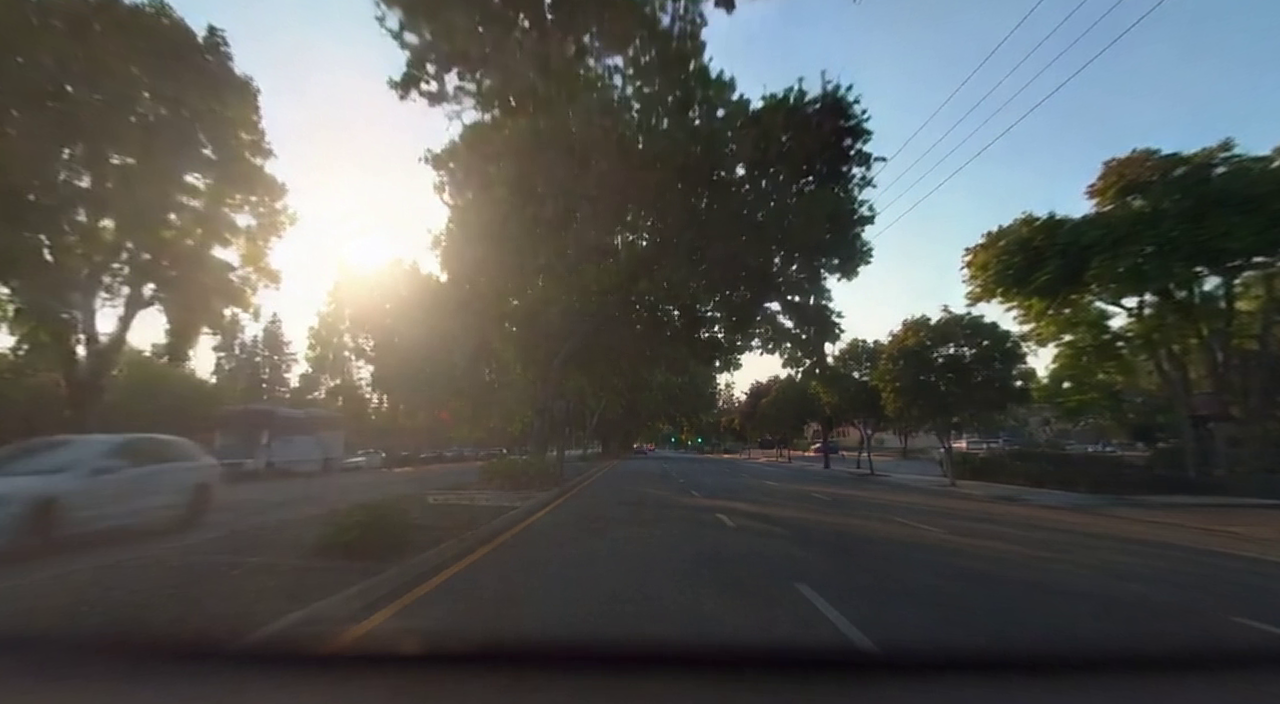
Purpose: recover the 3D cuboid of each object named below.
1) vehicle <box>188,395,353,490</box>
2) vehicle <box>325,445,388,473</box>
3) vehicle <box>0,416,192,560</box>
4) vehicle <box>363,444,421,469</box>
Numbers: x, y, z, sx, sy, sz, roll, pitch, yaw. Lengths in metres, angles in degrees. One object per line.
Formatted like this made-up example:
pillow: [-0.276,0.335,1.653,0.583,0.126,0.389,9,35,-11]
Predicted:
vehicle: [-17.678,4.461,31.154,3.028,3.724,9.001,-4,-8,-2]
vehicle: [-17.882,6.754,39.993,1.892,1.681,4.596,0,-8,0]
vehicle: [-8.283,1.692,8.106,1.903,1.644,4.182,0,-8,1]
vehicle: [-17.807,7.511,45.560,2.200,1.730,4.886,0,-8,-1]
